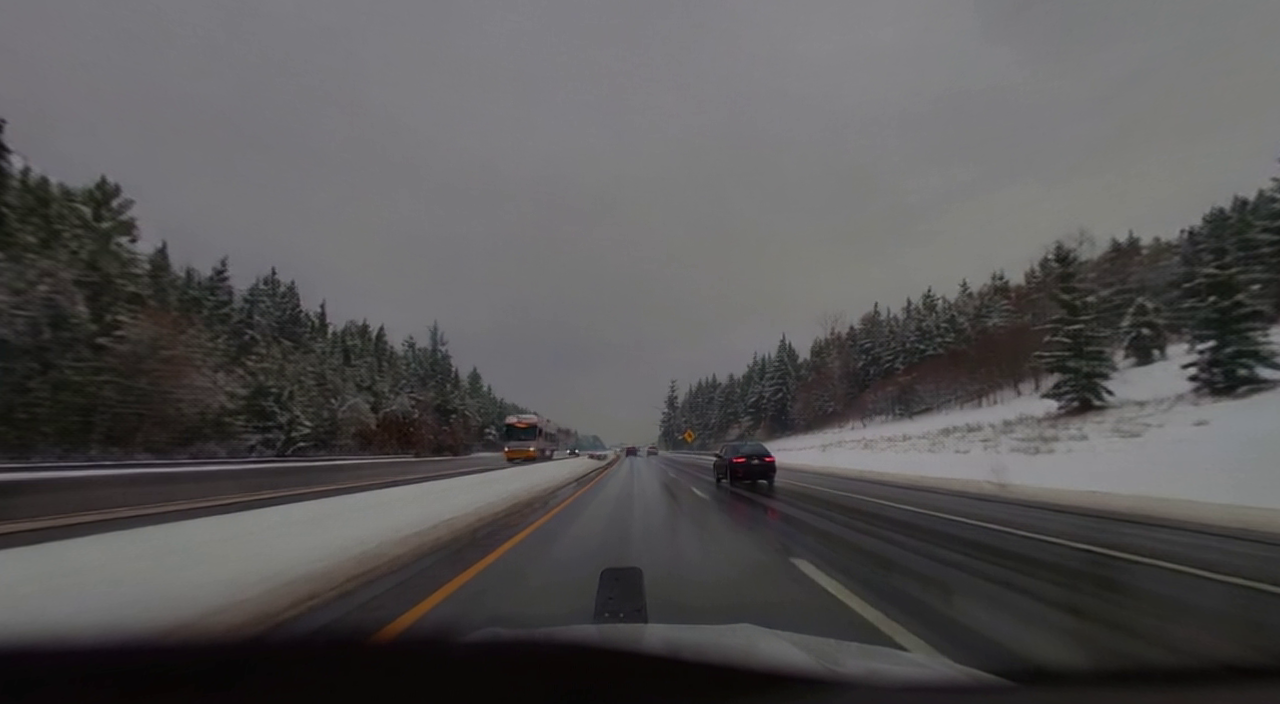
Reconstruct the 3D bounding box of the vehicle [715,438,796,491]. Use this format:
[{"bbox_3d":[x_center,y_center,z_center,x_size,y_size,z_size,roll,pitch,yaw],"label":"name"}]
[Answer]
[{"bbox_3d":[3.945,3.911,22.273,1.933,1.663,4.440,0,-9,-1],"label":"vehicle"}]
